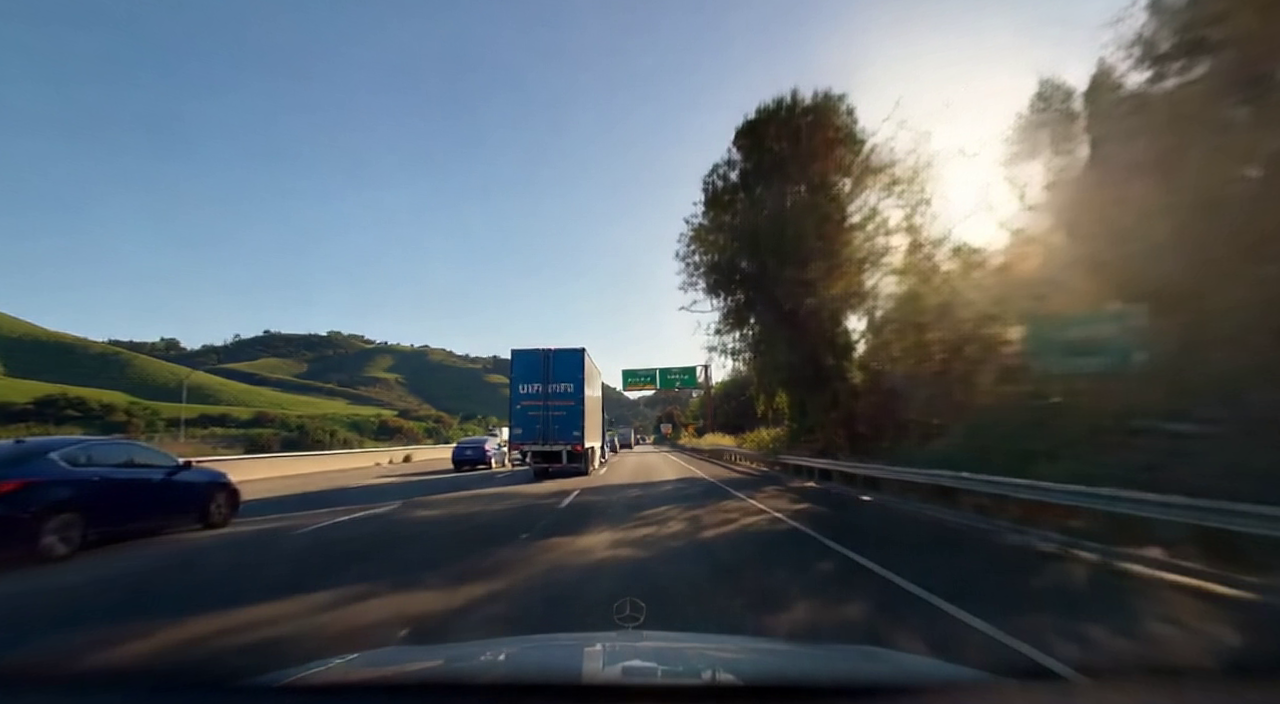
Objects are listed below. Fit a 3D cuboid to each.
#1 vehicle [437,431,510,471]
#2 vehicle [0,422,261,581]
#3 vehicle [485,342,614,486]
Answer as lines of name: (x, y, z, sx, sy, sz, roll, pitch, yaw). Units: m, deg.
vehicle: (-7.201, 4.319, 27.781, 1.949, 1.604, 4.456, 0, -8, 0)
vehicle: (-6.998, 1.647, 7.646, 1.911, 1.494, 4.555, -1, -8, 1)
vehicle: (-3.052, 2.937, 27.263, 3.202, 4.352, 16.251, 0, -8, 0)
